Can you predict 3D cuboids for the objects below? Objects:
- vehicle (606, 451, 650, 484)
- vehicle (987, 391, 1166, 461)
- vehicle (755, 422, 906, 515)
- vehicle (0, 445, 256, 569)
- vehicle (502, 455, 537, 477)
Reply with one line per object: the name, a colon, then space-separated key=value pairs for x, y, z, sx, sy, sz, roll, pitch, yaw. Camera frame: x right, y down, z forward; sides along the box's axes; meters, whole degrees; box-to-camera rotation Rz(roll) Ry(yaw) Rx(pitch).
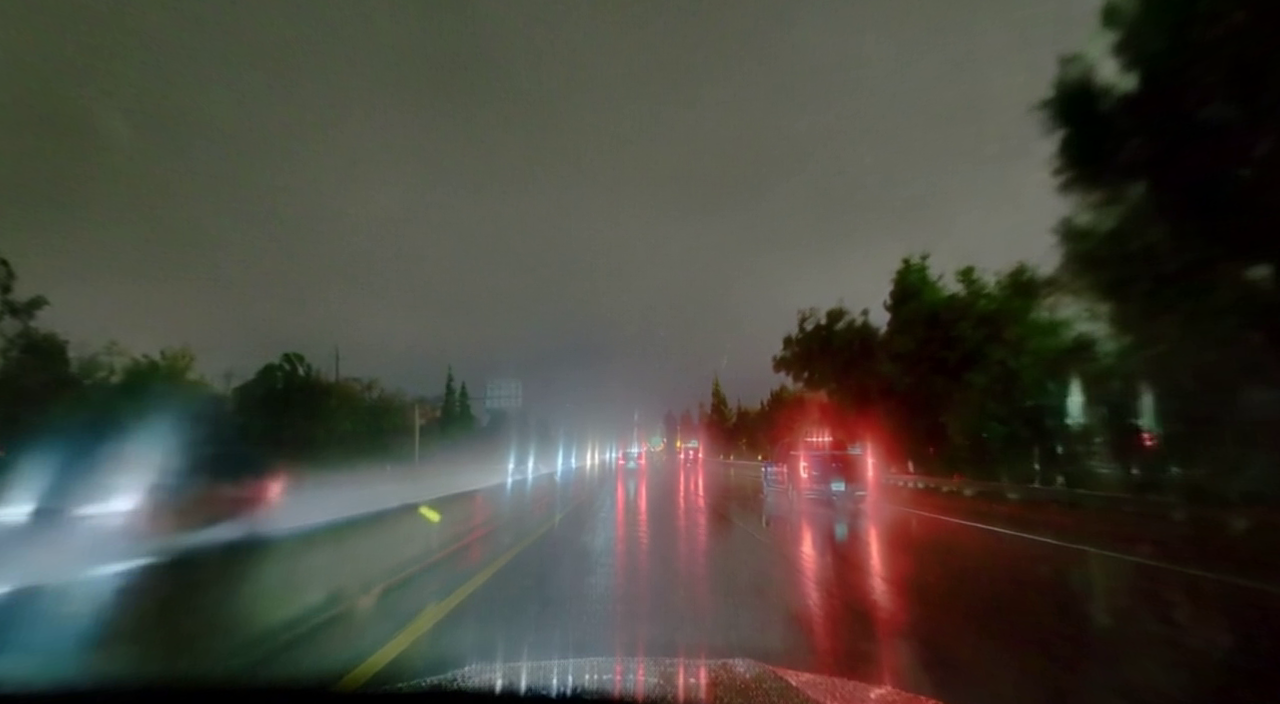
vehicle: x=-0.548 y=5.563 z=30.553 sx=2.029 sy=1.483 sz=3.769 roll=0 pitch=-9 yaw=0
vehicle: x=28.571 y=5.291 z=42.466 sx=2.909 sy=3.998 sz=13.523 roll=-1 pitch=-9 yaw=3
vehicle: x=4.526 y=2.869 z=15.860 sx=2.261 sy=1.952 sz=4.784 roll=0 pitch=-9 yaw=0
vehicle: x=-9.440 y=2.605 z=11.388 sx=1.992 sy=1.759 sz=4.557 roll=0 pitch=-9 yaw=0
vehicle: x=-9.475 y=8.942 z=49.488 sx=1.877 sy=1.597 sz=4.092 roll=-1 pitch=-9 yaw=2
